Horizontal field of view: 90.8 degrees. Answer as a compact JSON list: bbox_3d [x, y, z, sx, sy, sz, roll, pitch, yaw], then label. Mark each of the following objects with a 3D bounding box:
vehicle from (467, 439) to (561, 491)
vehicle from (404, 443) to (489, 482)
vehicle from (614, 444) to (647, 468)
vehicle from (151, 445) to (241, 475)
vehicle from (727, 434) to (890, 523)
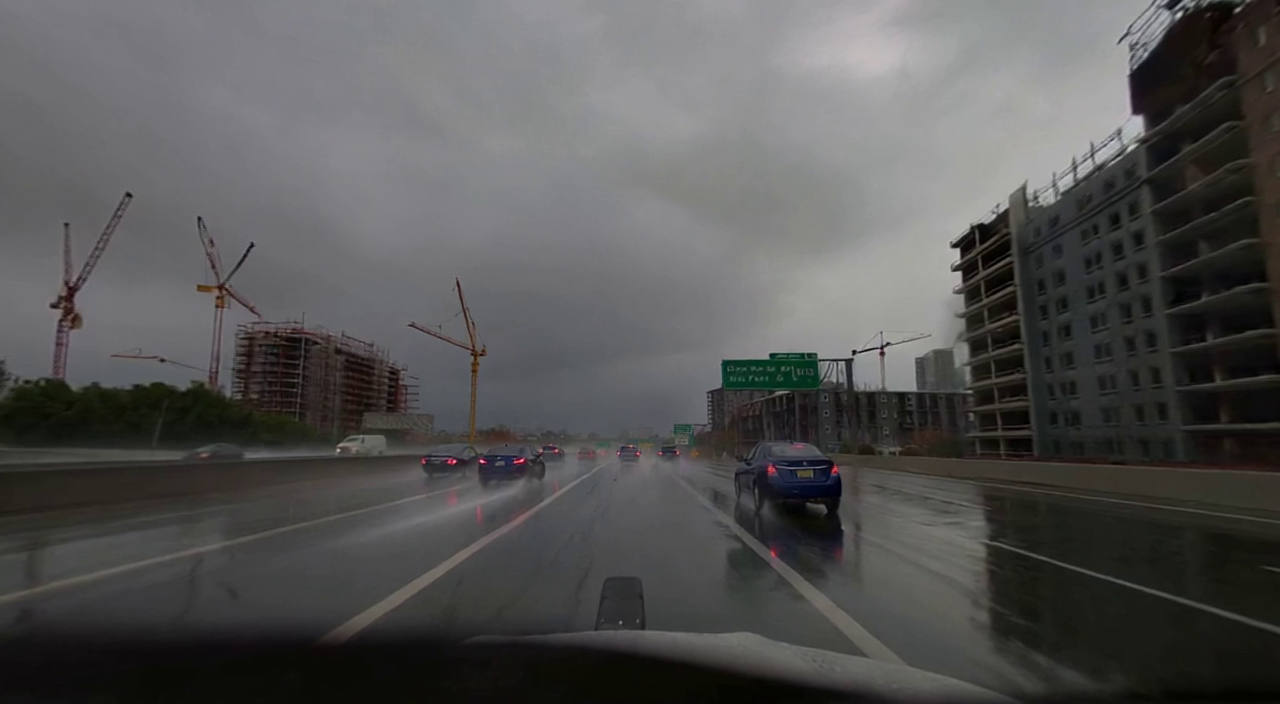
[{"bbox_3d":[-4.018,3.670,20.947,2.136,1.512,4.488,0,-8,1],"label":"vehicle"},{"bbox_3d":[-8.013,4.595,26.666,2.043,1.494,4.824,0,-8,0],"label":"vehicle"},{"bbox_3d":[-0.635,6.725,40.988,2.019,1.472,3.971,0,-8,-1],"label":"vehicle"},{"bbox_3d":[-27.513,6.659,39.367,1.960,1.713,4.966,0,-8,0],"label":"vehicle"},{"bbox_3d":[3.175,2.479,13.013,1.995,1.486,4.463,0,-8,-2],"label":"vehicle"}]
